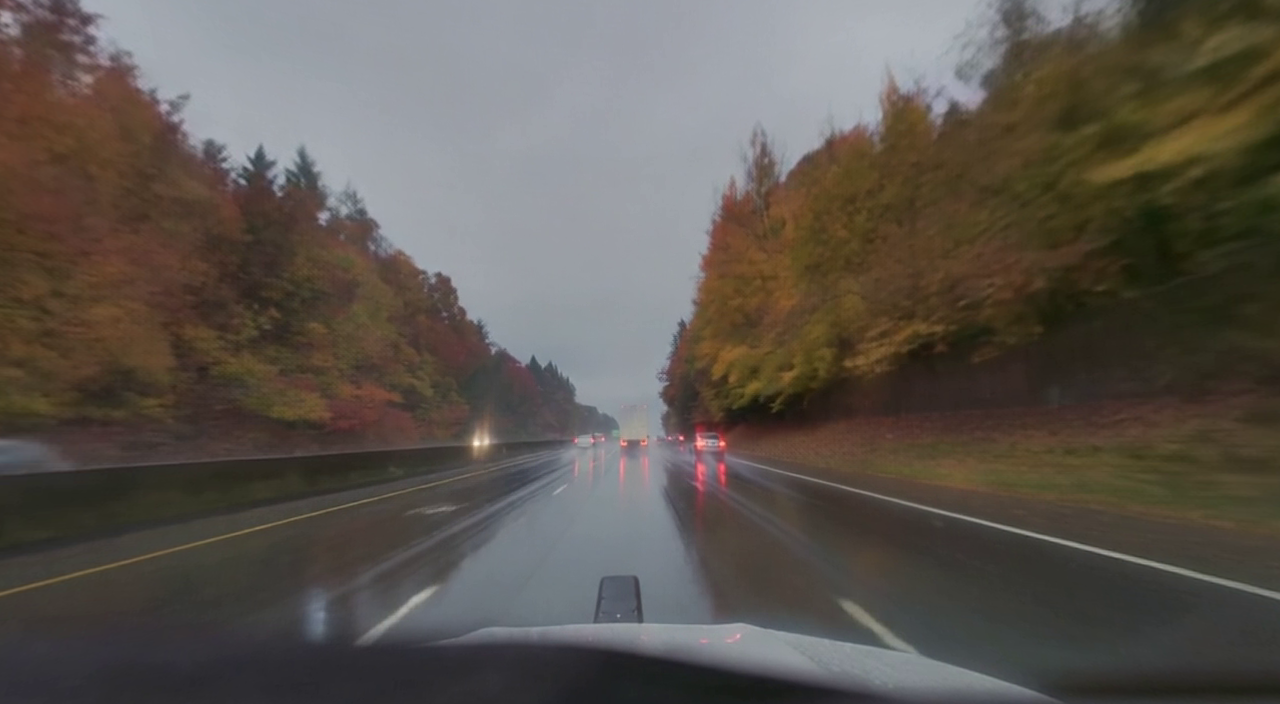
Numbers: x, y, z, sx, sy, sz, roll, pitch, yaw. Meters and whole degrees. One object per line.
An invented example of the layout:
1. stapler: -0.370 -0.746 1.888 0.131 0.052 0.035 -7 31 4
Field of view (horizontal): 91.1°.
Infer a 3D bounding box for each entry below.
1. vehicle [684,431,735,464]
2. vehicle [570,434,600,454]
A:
1. vehicle: 3.329 4.673 30.953 1.882 1.492 3.958 0 -8 -2
2. vehicle: -4.183 7.029 48.188 2.027 1.501 3.920 0 -8 -1
